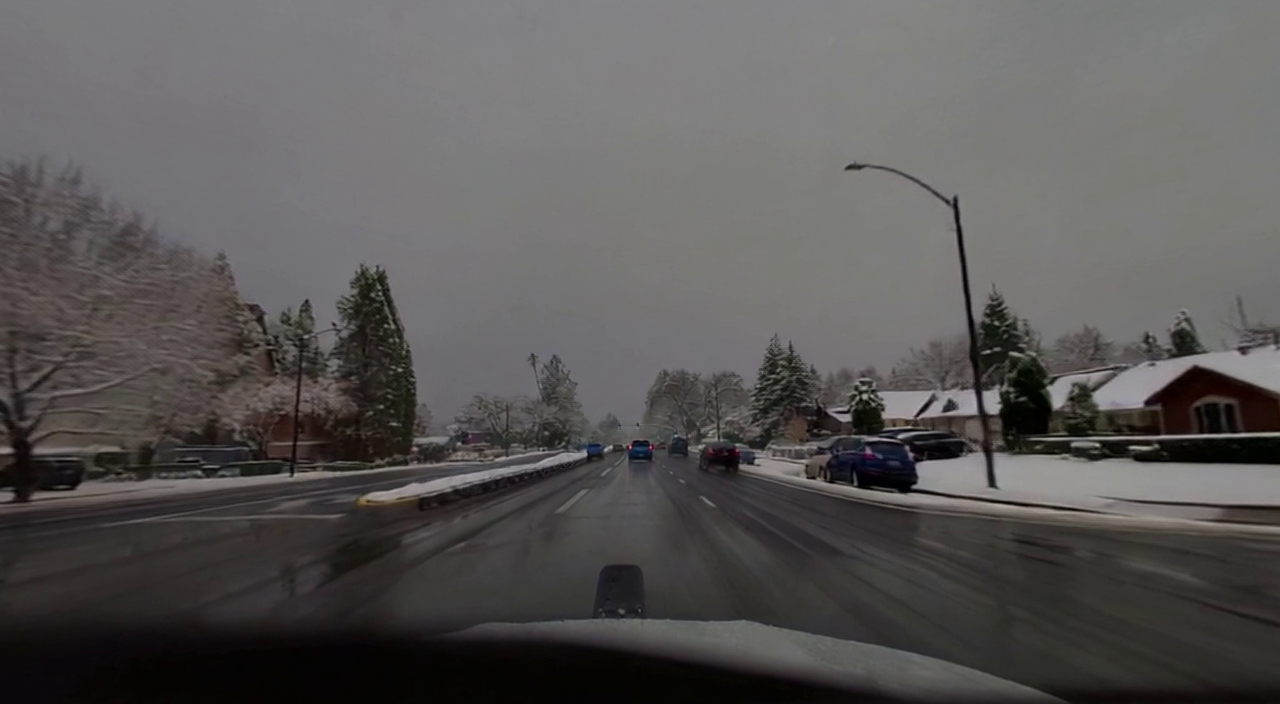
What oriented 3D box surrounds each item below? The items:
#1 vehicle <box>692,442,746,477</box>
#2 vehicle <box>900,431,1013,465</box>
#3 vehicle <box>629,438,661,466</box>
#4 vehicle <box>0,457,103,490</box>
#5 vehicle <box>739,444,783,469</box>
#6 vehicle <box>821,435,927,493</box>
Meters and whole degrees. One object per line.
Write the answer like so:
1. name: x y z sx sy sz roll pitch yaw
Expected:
1. vehicle: 3.523 4.845 28.835 1.830 1.451 4.009 0 -8 -1
2. vehicle: 15.529 4.748 31.190 4.491 1.593 1.884 -1 -8 3
3. vehicle: 0.279 6.690 42.307 2.043 1.734 4.253 0 -8 -1
4. vehicle: -29.949 6.107 32.127 1.806 1.476 3.985 0 -8 -1
5. vehicle: 7.748 6.721 40.931 1.965 1.486 4.707 0 -8 0
6. vehicle: 7.709 3.698 21.241 1.933 1.759 3.900 0 -8 -2
